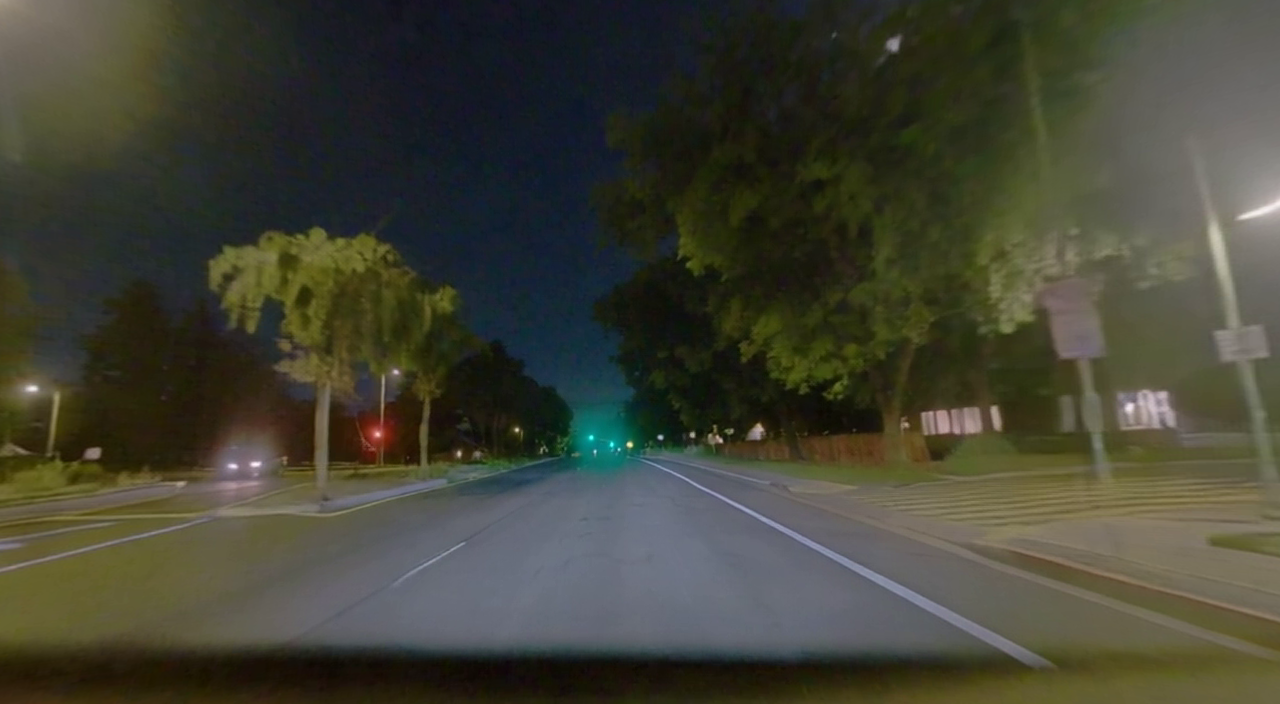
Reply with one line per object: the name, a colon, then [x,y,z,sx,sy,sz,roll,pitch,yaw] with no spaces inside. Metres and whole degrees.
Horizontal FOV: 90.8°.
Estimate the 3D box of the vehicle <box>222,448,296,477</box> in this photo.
vehicle: [-24.758,7.153,41.254,2.150,1.710,4.503,0,-8,-3]
